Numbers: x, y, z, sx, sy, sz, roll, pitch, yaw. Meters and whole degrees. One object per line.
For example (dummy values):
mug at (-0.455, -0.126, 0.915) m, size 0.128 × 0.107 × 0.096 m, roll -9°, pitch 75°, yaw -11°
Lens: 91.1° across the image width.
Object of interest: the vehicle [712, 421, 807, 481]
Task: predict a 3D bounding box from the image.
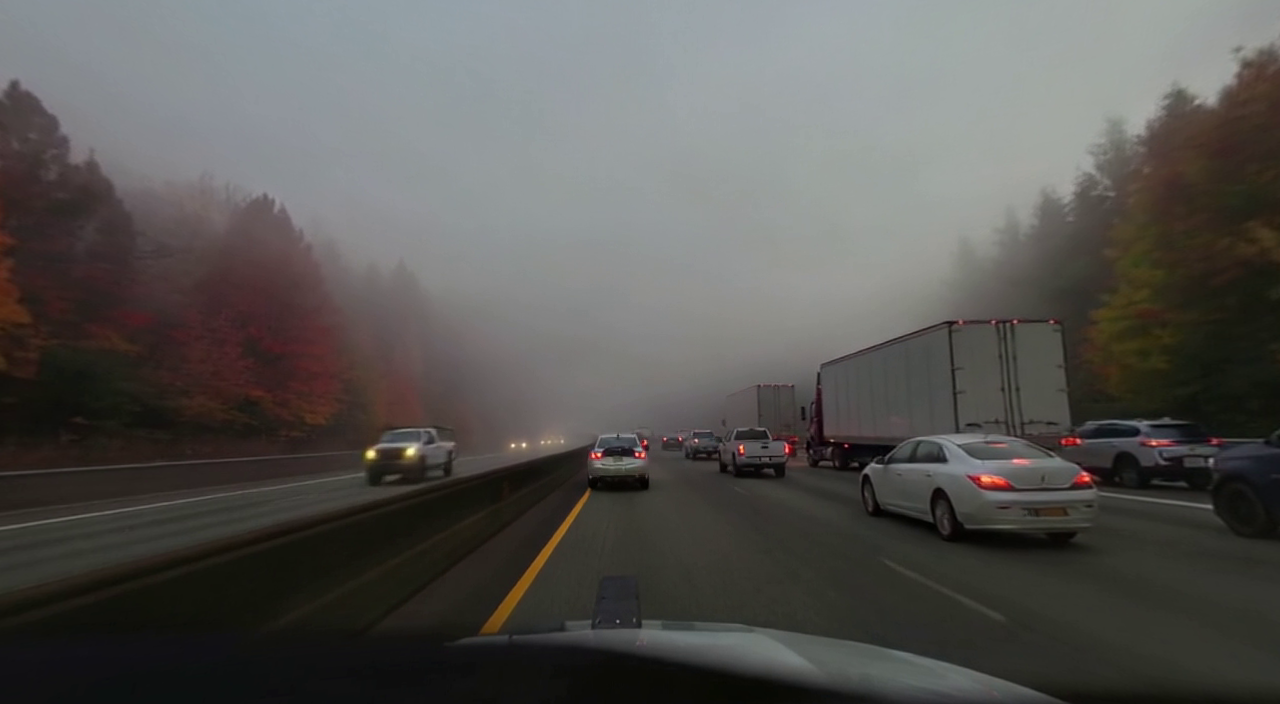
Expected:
vehicle at (3.650, 3.097, 20.042) m, size 2.147 × 1.707 × 3.963 m, roll 0°, pitch -8°, yaw -2°

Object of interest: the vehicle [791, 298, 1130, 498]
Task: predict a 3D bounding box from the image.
vehicle at (8.222, 1.851, 19.948) m, size 2.908 × 4.099 × 14.103 m, roll 0°, pitch -8°, yaw -2°

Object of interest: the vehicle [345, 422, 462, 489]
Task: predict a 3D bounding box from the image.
vehicle at (-8.059, 3.555, 22.071) m, size 2.203 × 2.043 × 5.050 m, roll 0°, pitch -8°, yaw -1°

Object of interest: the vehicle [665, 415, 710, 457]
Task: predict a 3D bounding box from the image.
vehicle at (3.137, 5.720, 42.941) m, size 2.395 × 2.656 × 6.037 m, roll 0°, pitch -8°, yaw -1°

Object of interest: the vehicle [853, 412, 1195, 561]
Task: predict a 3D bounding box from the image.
vehicle at (4.674, 1.660, 8.585) m, size 2.040 × 1.523 × 4.068 m, roll 0°, pitch -8°, yaw -1°

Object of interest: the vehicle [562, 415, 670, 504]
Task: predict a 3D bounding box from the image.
vehicle at (-0.478, 2.384, 14.455) m, size 2.087 × 1.709 × 4.455 m, roll 0°, pitch -8°, yaw -1°
